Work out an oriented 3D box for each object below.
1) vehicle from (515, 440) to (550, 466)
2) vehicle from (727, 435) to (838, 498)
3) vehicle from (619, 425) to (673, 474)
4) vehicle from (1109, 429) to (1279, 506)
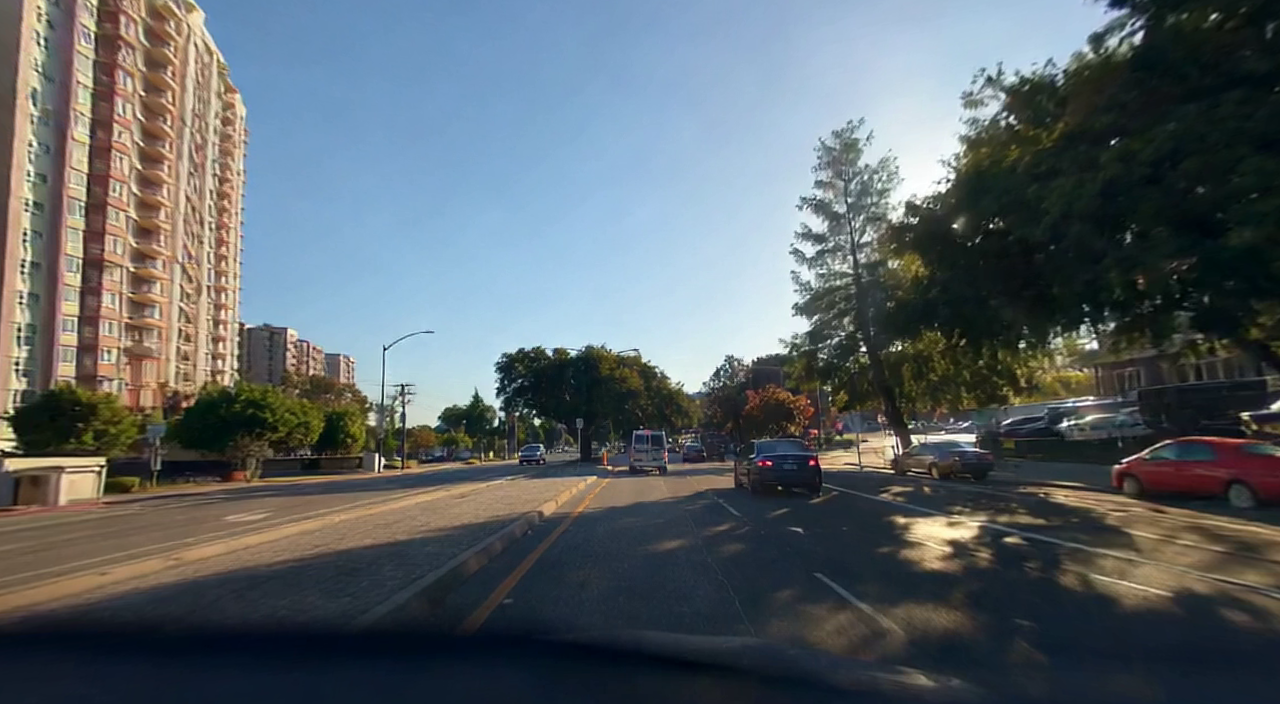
[{"bbox_3d":[-8.386,7.920,49.574,1.873,1.894,4.186,-1,-8,2],"label":"vehicle"},{"bbox_3d":[3.723,3.080,17.379,2.075,1.486,4.316,0,-8,0],"label":"vehicle"},{"bbox_3d":[0.181,4.690,30.388,2.396,2.143,4.824,0,-8,-2],"label":"vehicle"},{"bbox_3d":[13.436,2.584,14.508,1.851,1.492,4.277,0,-8,-2],"label":"vehicle"}]
